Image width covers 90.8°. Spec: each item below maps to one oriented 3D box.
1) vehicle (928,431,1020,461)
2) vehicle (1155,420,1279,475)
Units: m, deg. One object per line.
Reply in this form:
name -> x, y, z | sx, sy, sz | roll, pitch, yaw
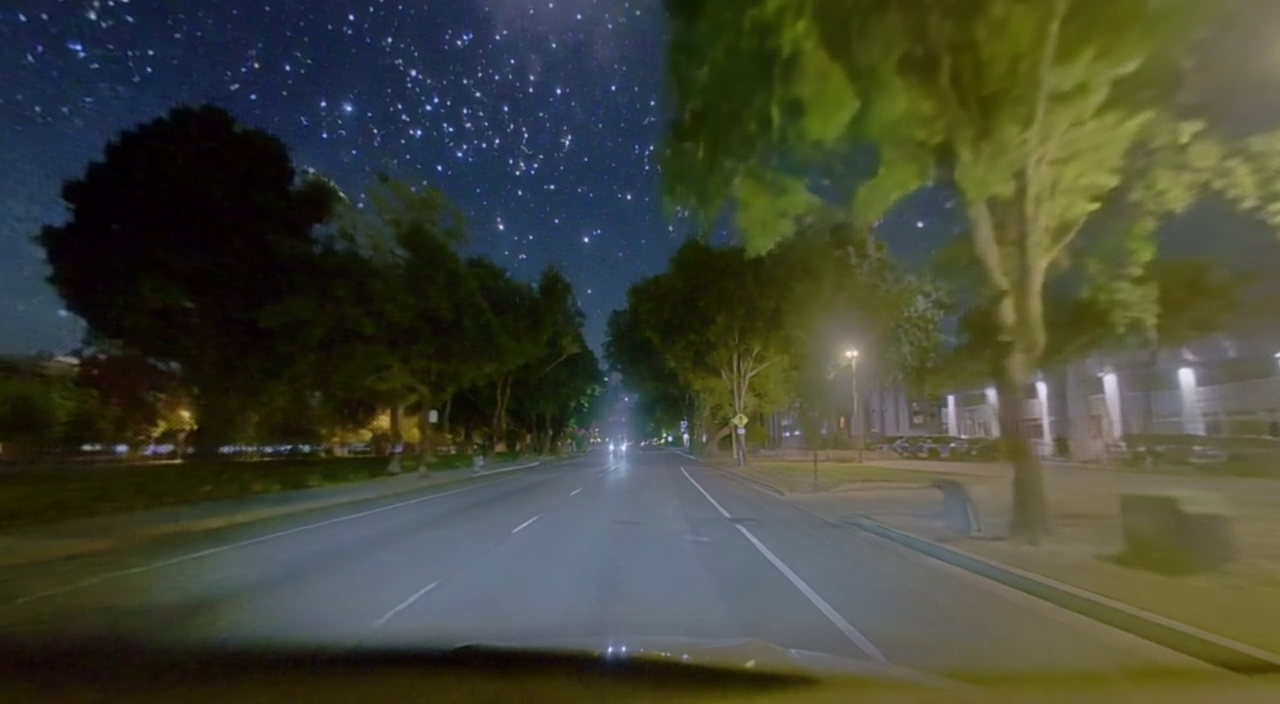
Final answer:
vehicle -> 18.661, 5.272, 35.354 | 4.134, 1.580, 1.952 | 1, -8, -11
vehicle -> 20.521, 3.207, 21.436 | 4.293, 1.473, 1.843 | -5, -8, 1
